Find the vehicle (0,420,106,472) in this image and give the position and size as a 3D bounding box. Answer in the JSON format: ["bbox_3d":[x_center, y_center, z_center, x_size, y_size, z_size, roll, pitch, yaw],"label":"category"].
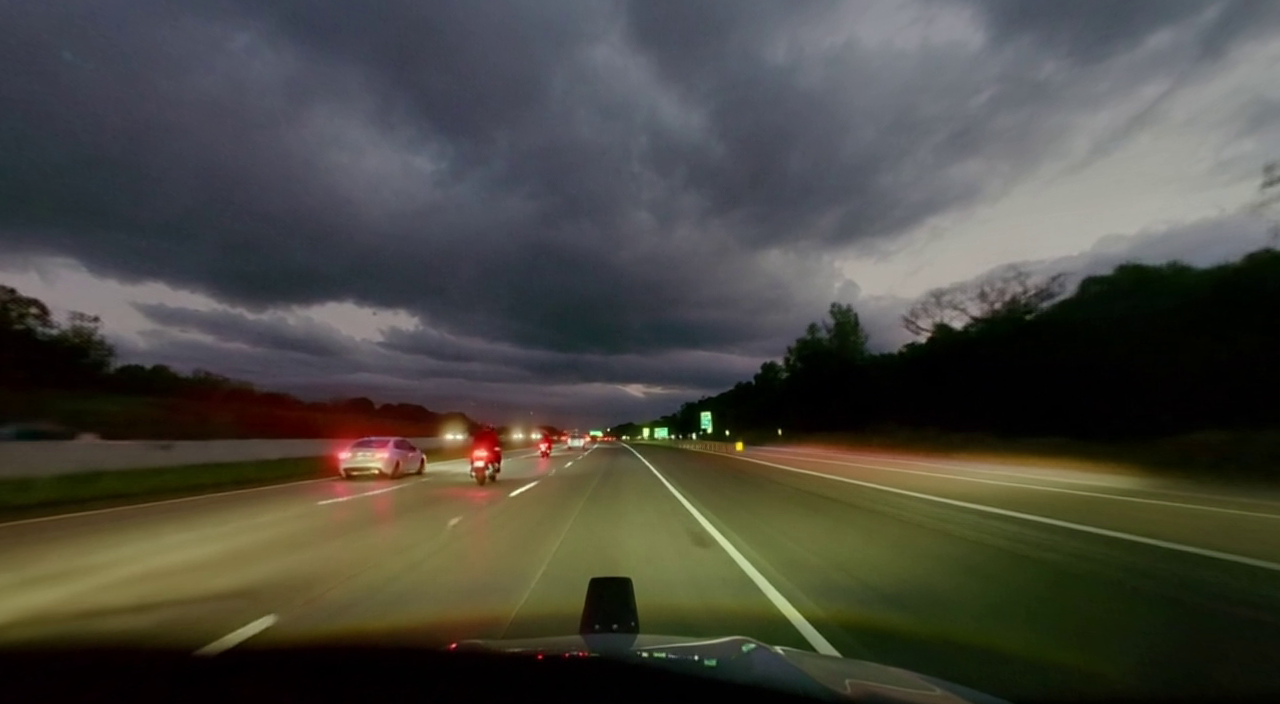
[{"bbox_3d":[-21.093,3.214,21.666,1.831,1.610,4.067,0,-8,-1],"label":"vehicle"}]

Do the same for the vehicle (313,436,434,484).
[{"bbox_3d":[-8.621,3.507,20.915,2.053,1.409,4.704,0,-8,-1],"label":"vehicle"}]
